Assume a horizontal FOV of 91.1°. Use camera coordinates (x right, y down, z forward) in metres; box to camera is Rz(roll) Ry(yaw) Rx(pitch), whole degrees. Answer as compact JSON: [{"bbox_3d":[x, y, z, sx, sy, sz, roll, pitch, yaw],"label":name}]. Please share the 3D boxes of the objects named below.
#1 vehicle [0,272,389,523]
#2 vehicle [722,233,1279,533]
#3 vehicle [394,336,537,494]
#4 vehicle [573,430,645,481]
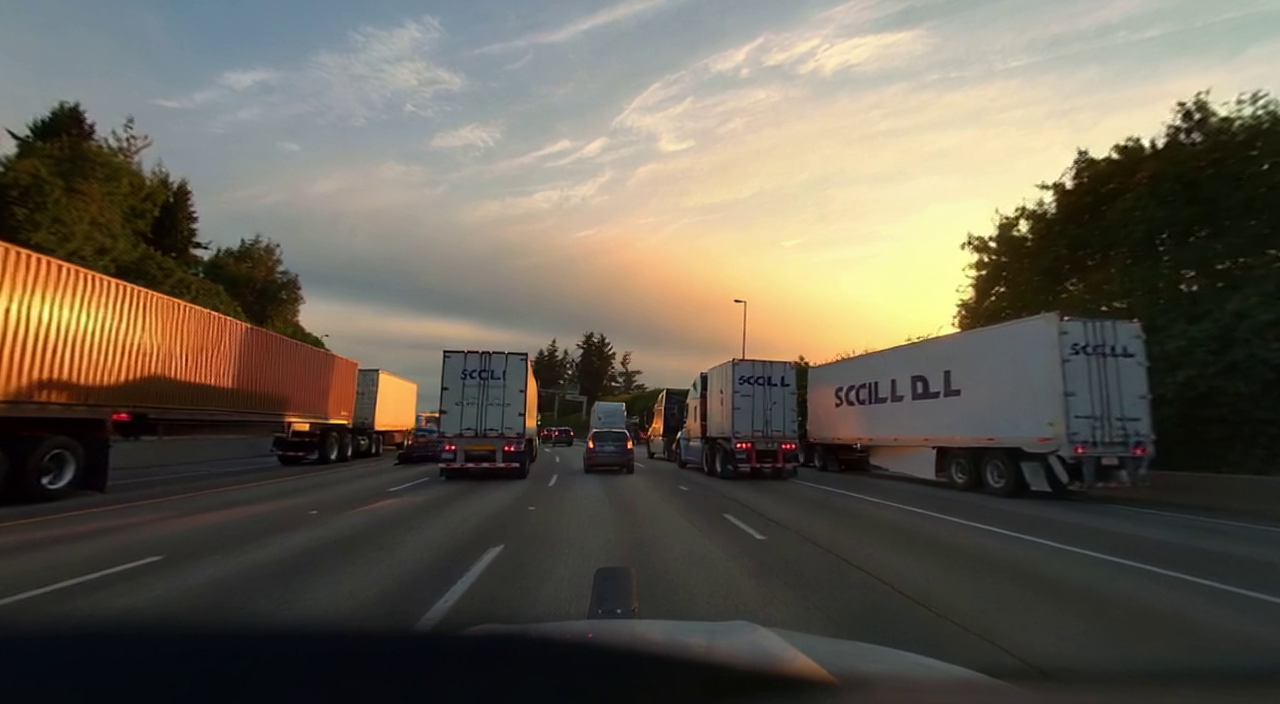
[{"bbox_3d":[-11.233,1.252,14.082,2.867,4.125,14.026,-2,-8,12],"label":"vehicle"},{"bbox_3d":[7.070,1.250,14.965,2.820,4.084,13.786,4,-8,-27],"label":"vehicle"},{"bbox_3d":[-4.909,2.075,19.637,2.822,3.788,8.799,1,-8,-6],"label":"vehicle"},{"bbox_3d":[-1.183,3.474,21.530,2.060,1.540,4.374,1,-8,-8],"label":"vehicle"}]
